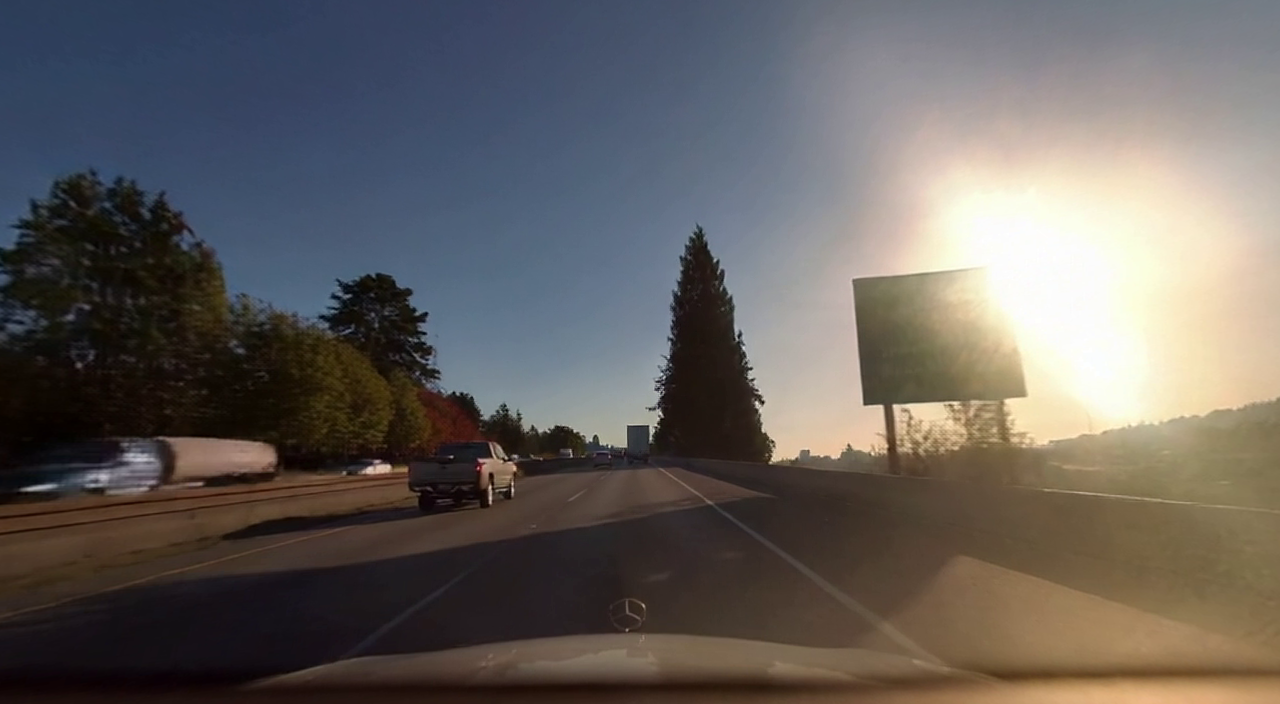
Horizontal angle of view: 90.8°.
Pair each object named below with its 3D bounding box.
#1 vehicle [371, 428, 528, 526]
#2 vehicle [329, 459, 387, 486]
[{"bbox_3d":[-4.056,2.756,14.403,2.079,1.845,4.654,0,-9,0],"label":"vehicle"},{"bbox_3d":[-16.907,7.241,37.999,1.791,1.483,3.609,0,-9,0],"label":"vehicle"}]
